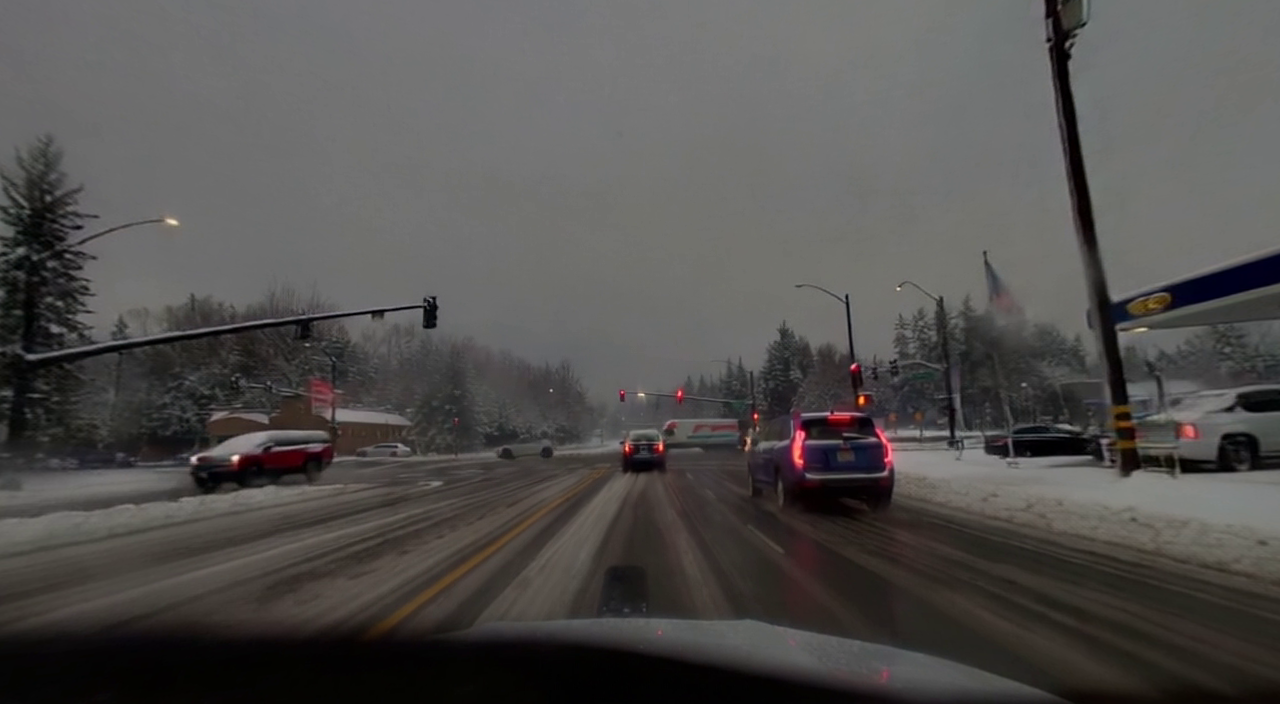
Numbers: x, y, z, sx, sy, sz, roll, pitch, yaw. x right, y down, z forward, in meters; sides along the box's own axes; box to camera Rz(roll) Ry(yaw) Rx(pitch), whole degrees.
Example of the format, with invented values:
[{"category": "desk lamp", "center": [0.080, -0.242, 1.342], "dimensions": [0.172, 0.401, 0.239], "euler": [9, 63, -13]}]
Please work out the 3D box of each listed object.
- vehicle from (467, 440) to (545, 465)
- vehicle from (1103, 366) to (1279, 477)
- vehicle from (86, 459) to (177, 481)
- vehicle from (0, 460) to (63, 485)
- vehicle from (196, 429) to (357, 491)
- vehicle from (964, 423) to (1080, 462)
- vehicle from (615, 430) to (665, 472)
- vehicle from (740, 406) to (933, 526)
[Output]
[{"category": "vehicle", "center": [-8.559, 6.459, 40.616], "dimensions": [1.835, 1.485, 4.788], "euler": [-7, -11, 41]}, {"category": "vehicle", "center": [16.096, 1.869, 16.590], "dimensions": [5.790, 2.675, 2.554], "euler": [1, -9, -4]}, {"category": "vehicle", "center": [-35.804, 8.310, 44.446], "dimensions": [4.753, 1.478, 1.846], "euler": [0, -8, 0]}, {"category": "vehicle", "center": [-44.228, 8.558, 44.699], "dimensions": [4.574, 1.666, 1.865], "euler": [0, -8, -3]}, {"category": "vehicle", "center": [-13.063, 3.930, 23.230], "dimensions": [2.191, 1.984, 5.431], "euler": [-1, -9, 7]}, {"category": "vehicle", "center": [16.853, 4.016, 27.941], "dimensions": [3.848, 1.674, 1.887], "euler": [0, -9, 2]}, {"category": "vehicle", "center": [0.046, 4.409, 28.115], "dimensions": [2.067, 1.702, 3.987], "euler": [0, -8, 1]}, {"category": "vehicle", "center": [3.287, 2.026, 11.663], "dimensions": [2.083, 1.779, 4.347], "euler": [0, -8, -1]}]
